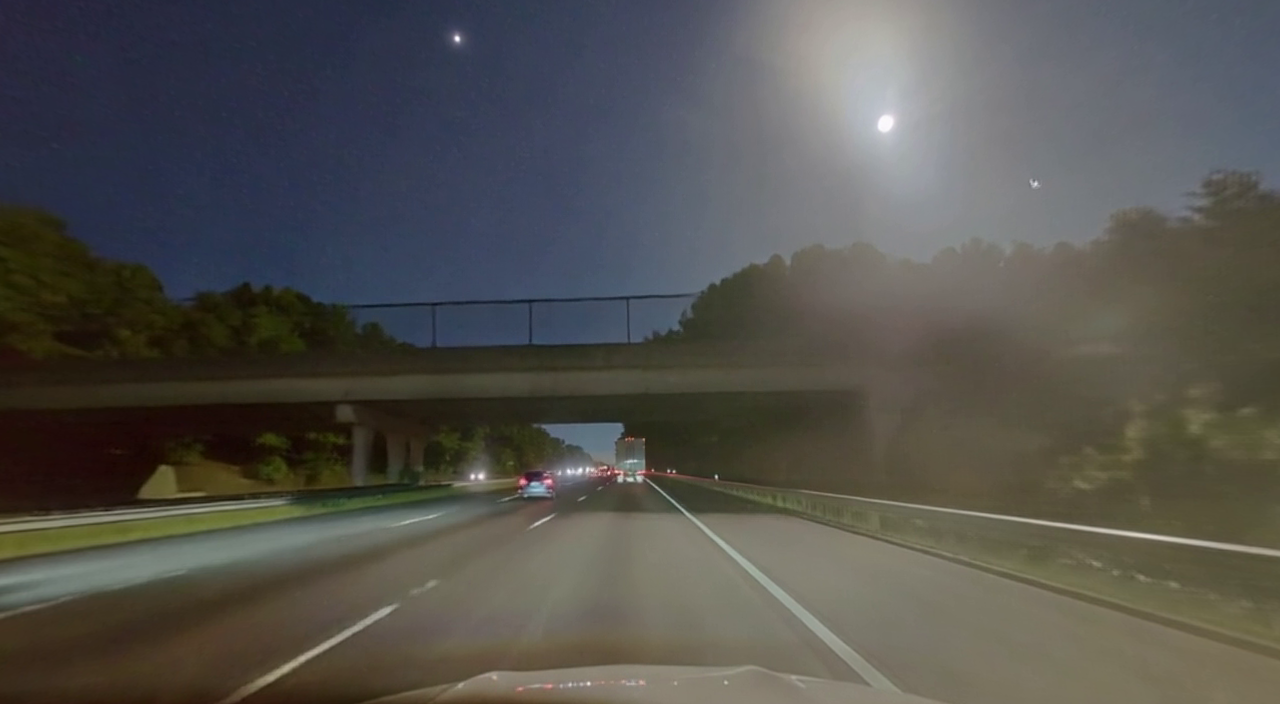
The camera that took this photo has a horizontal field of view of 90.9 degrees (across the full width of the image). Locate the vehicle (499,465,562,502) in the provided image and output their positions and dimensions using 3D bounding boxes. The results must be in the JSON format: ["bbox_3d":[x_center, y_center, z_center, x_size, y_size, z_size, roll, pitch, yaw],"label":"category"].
[{"bbox_3d":[-4.804,5.862,28.330,1.950,1.460,4.812,1,-11,0],"label":"vehicle"}]
